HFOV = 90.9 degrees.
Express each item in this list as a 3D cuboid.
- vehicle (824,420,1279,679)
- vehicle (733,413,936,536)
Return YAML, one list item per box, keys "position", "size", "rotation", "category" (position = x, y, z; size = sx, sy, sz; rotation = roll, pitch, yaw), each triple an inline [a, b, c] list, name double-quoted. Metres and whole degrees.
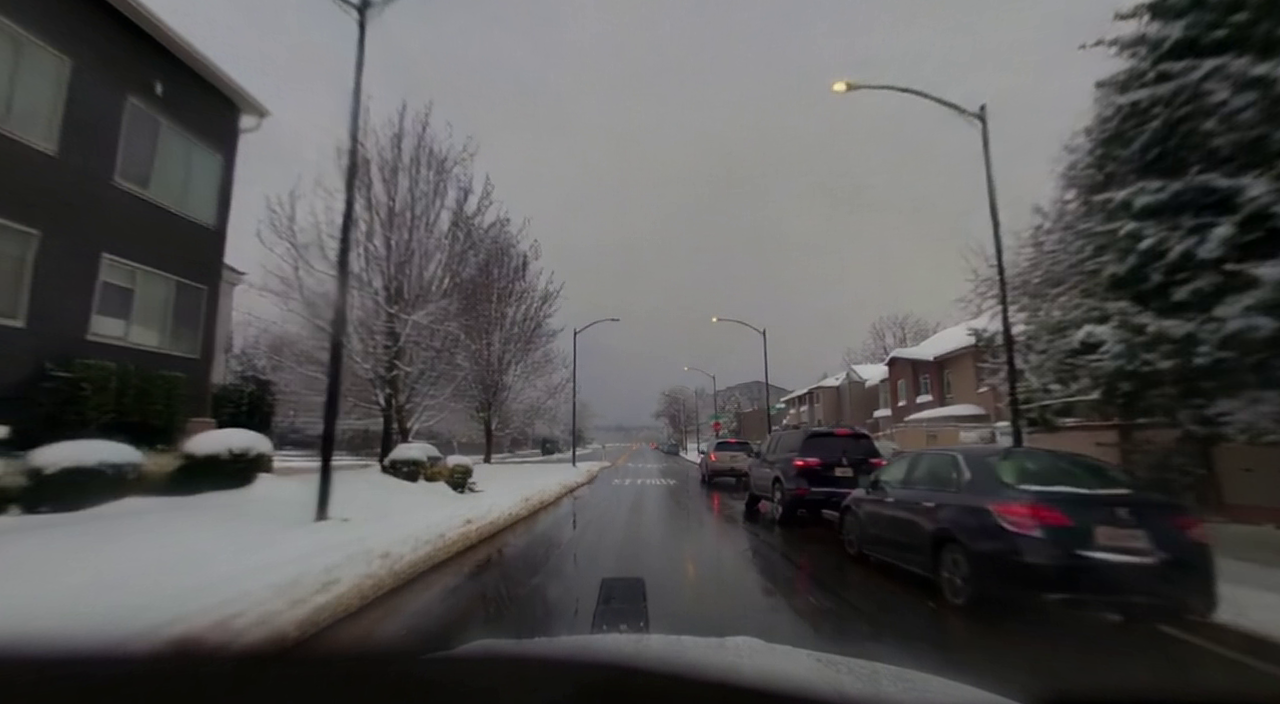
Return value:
- position: [3.246, 1.453, 5.832]
  size: [1.848, 1.442, 4.425]
  rotation: [0, -9, 2]
  category: "vehicle"
- position: [3.200, 2.160, 11.660]
  size: [2.150, 1.770, 4.801]
  rotation: [0, -9, -1]
  category: "vehicle"
